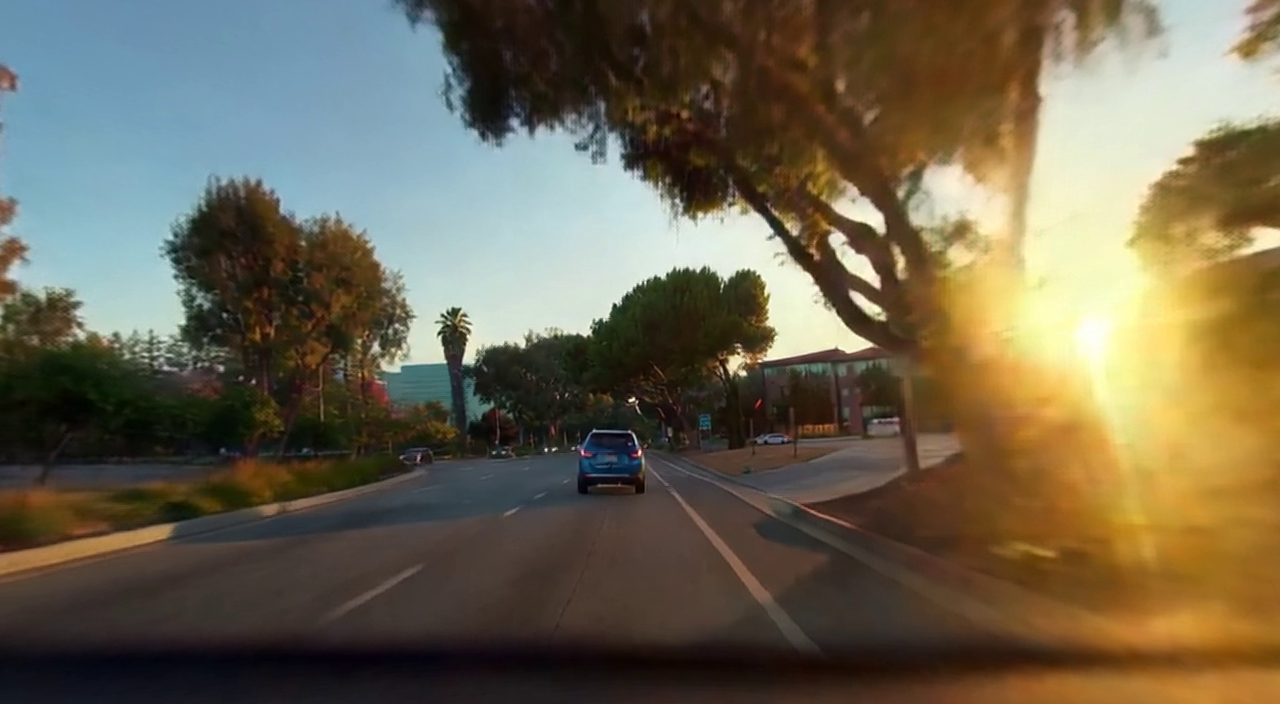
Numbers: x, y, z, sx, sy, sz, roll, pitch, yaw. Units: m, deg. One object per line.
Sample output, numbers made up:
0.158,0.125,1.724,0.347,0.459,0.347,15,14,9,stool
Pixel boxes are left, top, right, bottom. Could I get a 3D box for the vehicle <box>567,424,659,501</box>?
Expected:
-0.668,2.882,16.840,2.131,1.761,4.242,0,-8,-1,vehicle
